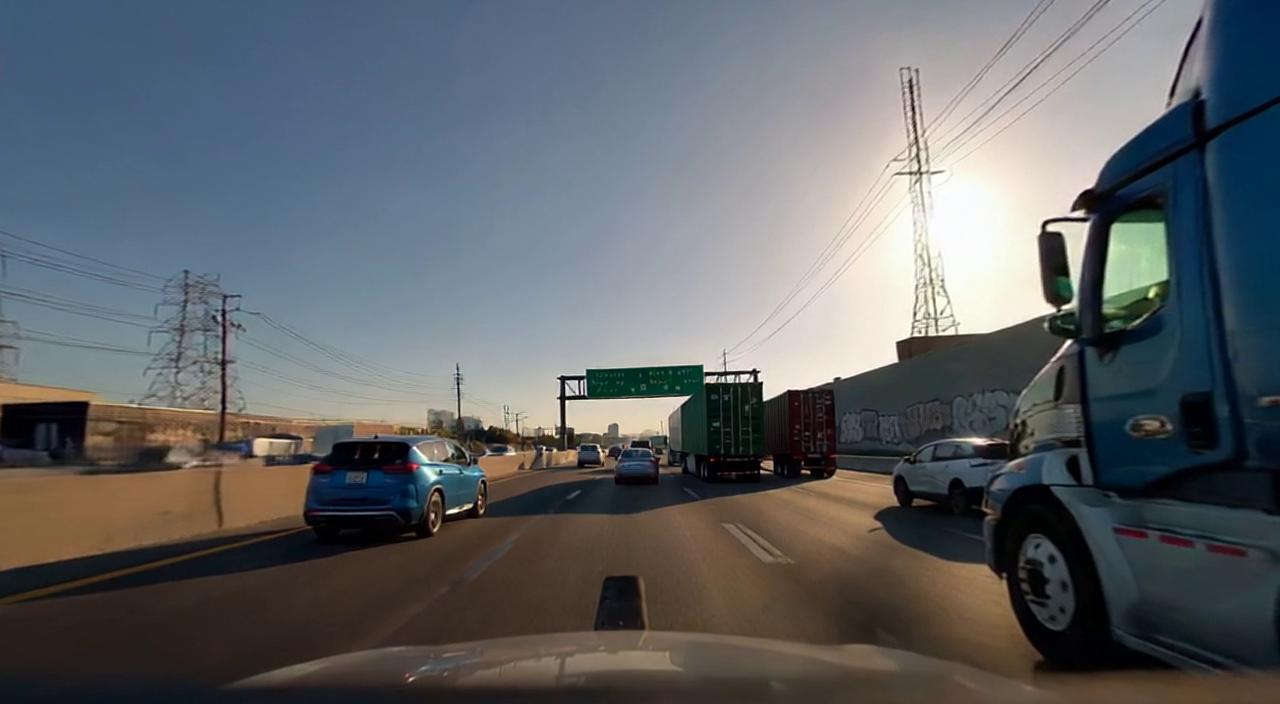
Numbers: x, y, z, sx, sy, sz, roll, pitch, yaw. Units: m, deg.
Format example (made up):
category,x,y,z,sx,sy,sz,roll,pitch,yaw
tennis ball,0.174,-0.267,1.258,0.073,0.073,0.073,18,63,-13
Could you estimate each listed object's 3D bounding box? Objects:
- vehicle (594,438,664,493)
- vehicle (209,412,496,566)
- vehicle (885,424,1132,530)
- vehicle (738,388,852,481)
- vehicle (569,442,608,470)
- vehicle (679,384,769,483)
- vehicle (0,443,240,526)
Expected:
category,x,y,z,sx,sy,sz,roll,pitch,yaw
vehicle,-0.346,3.882,21.891,2.191,1.685,4.015,0,-9,0
vehicle,-3.939,1.977,9.851,2.264,1.804,4.584,0,-9,0
vehicle,7.041,2.435,12.874,2.202,1.731,4.628,0,-9,0
vehicle,7.743,4.585,34.039,2.868,4.017,12.827,0,-9,0
vehicle,-3.439,7.091,43.129,2.243,1.820,4.473,0,-9,1
vehicle,3.857,4.350,32.669,2.800,4.039,13.179,0,-9,0
vehicle,-10.968,2.729,13.621,1.902,1.474,4.259,0,-9,-1
